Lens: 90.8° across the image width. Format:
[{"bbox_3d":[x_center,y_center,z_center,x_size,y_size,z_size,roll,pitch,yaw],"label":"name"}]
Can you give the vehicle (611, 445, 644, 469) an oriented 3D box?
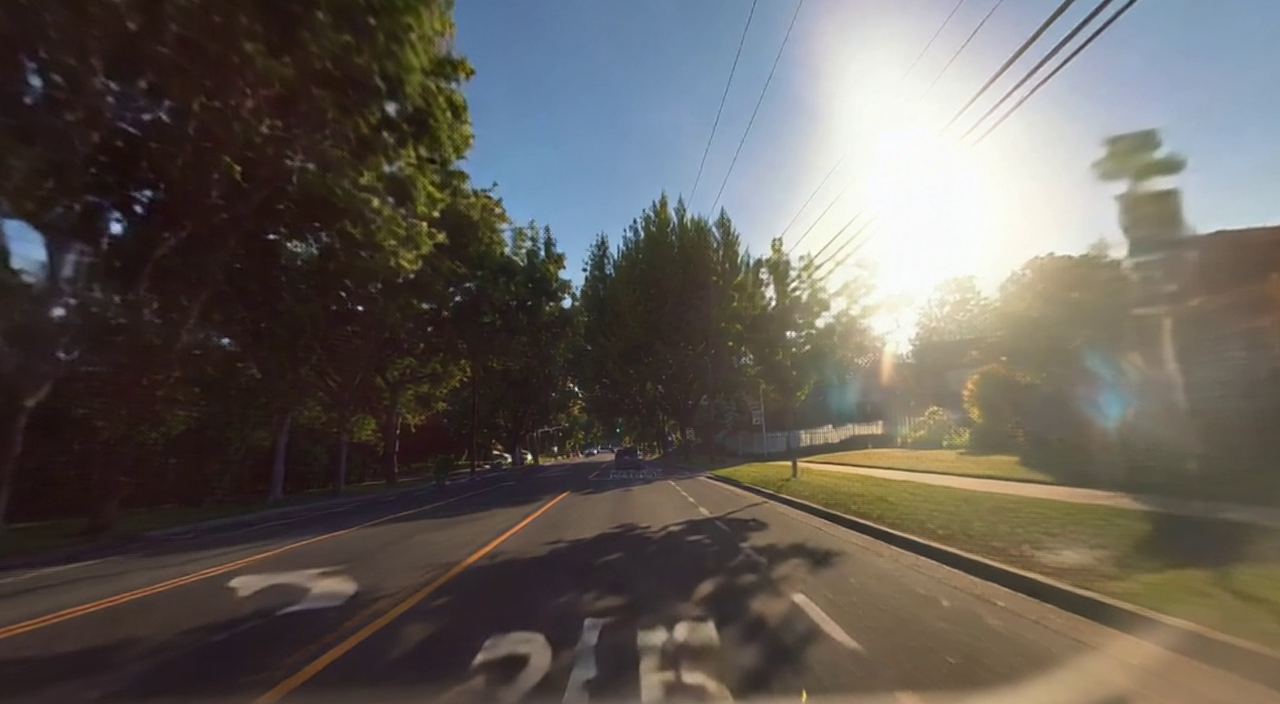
[{"bbox_3d":[-0.843,6.867,41.587,2.104,1.500,3.815,0,-9,-1],"label":"vehicle"}]
